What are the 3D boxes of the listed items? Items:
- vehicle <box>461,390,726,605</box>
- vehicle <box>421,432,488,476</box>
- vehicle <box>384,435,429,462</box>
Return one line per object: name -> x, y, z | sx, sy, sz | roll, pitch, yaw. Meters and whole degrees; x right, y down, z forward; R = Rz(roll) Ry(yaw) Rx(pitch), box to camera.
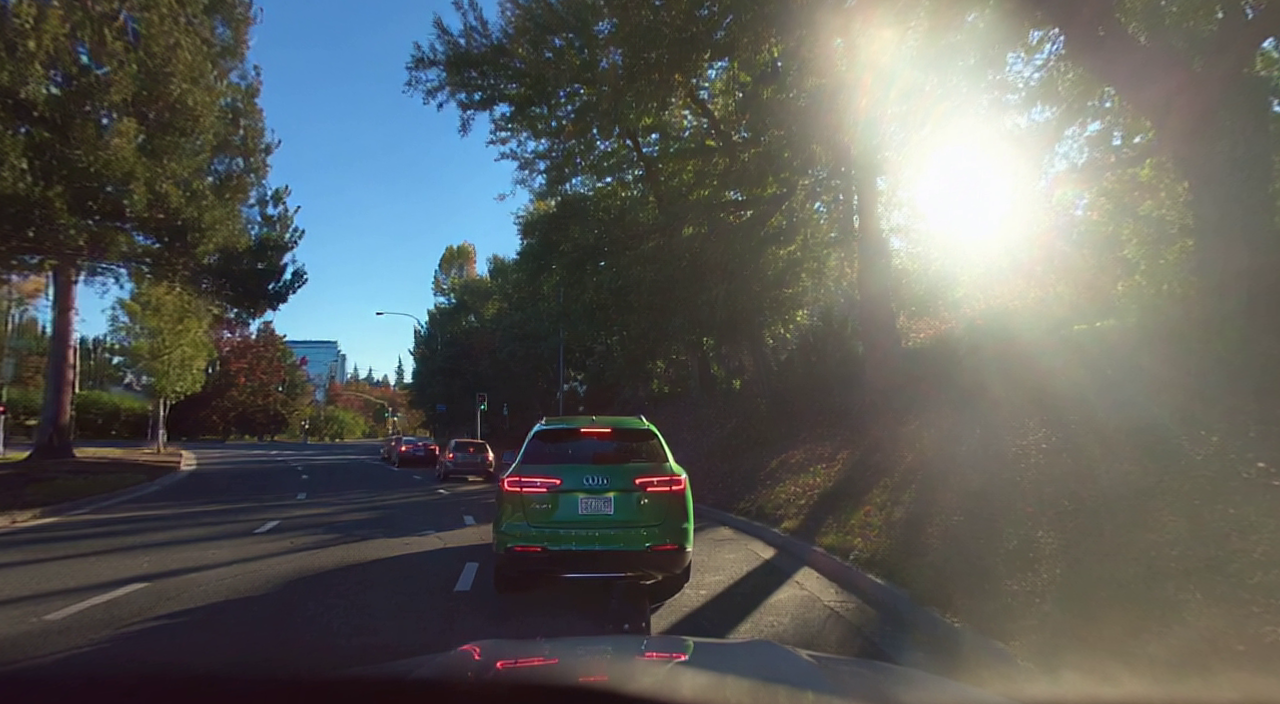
vehicle -> -0.678, 1.457, 7.204 | 2.134, 1.671, 4.147 | 1, -8, -9
vehicle -> -7.288, 3.931, 24.492 | 1.902, 1.536, 3.662 | 4, -9, -25
vehicle -> -13.752, 5.630, 36.903 | 1.863, 1.488, 4.426 | 4, -9, -27
